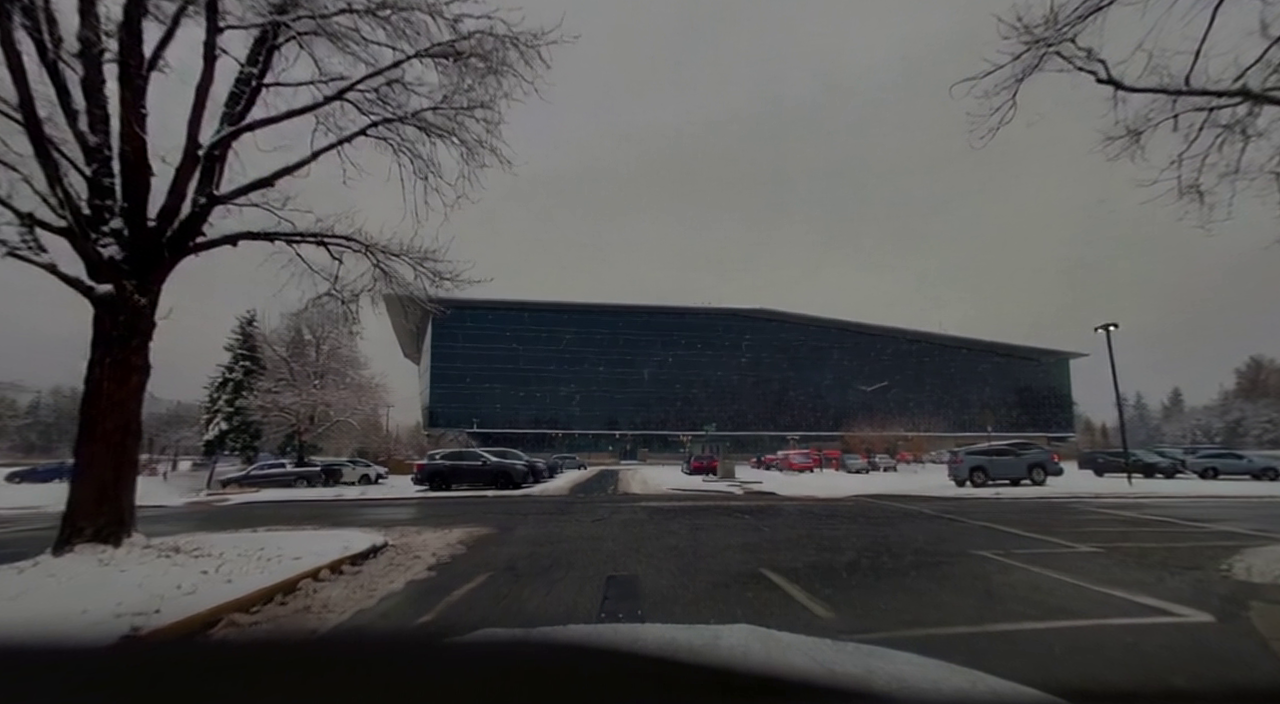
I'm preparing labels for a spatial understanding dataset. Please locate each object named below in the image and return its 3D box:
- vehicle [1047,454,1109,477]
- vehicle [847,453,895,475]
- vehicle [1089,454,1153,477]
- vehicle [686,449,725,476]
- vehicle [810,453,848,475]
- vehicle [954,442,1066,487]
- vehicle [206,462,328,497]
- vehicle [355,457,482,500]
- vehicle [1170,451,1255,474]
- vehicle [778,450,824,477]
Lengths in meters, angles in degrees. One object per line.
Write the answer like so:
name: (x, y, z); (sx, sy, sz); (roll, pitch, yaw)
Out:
vehicle: (28.290, 7.339, 40.893); (1.495, 1.371, 3.336); (-1, -10, -1)
vehicle: (17.085, 8.302, 46.917); (1.971, 1.478, 4.477); (0, -8, 1)
vehicle: (31.247, 7.358, 41.174); (1.519, 1.371, 3.278); (0, -8, -1)
vehicle: (4.587, 7.871, 45.224); (2.262, 1.794, 5.331); (0, -8, 0)
vehicle: (14.192, 8.400, 47.591); (1.935, 1.477, 3.719); (-1, -9, 4)
vehicle: (16.494, 5.004, 28.566); (2.048, 1.852, 4.998); (0, -9, 0)
vehicle: (-16.662, 5.690, 28.352); (4.331, 1.437, 1.876); (-1, -9, 3)
vehicle: (-8.698, 4.914, 24.891); (4.442, 1.504, 1.809); (4, -10, -28)
vehicle: (37.000, 7.116, 40.971); (1.678, 1.423, 4.191); (-1, -9, 2)
vehicle: (10.545, 7.305, 41.689); (1.936, 1.673, 4.305); (0, -8, 1)
